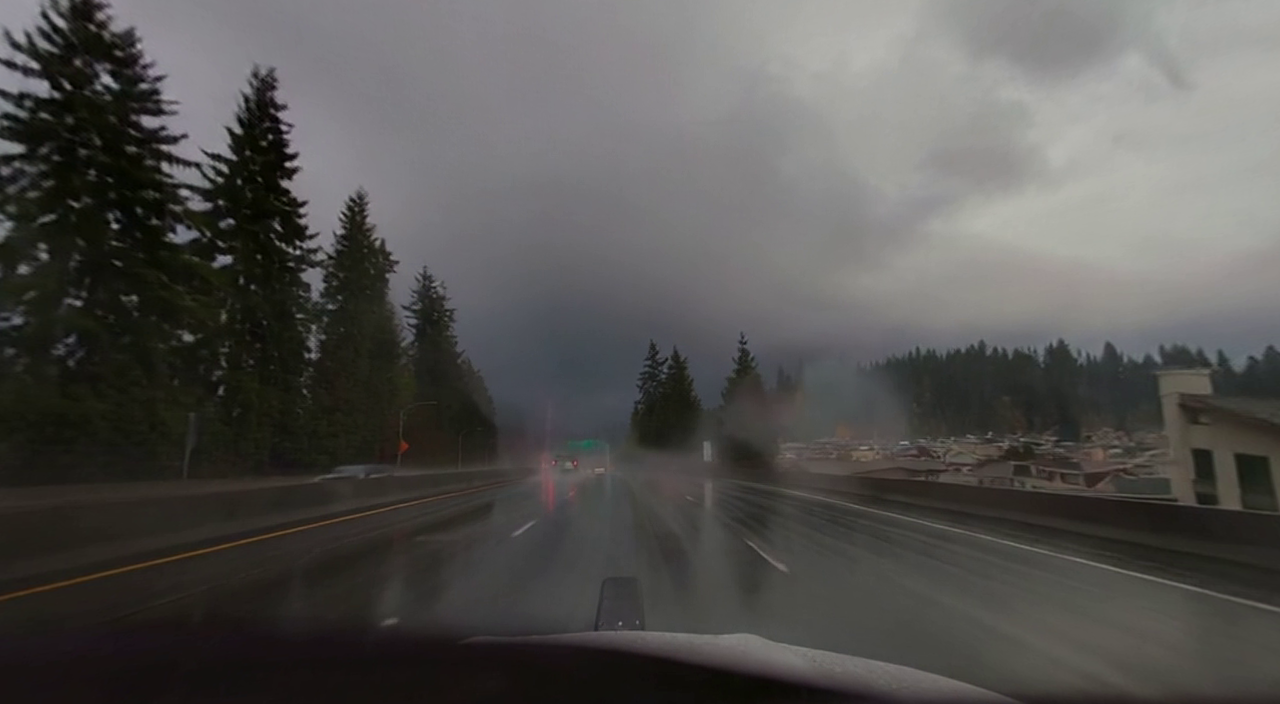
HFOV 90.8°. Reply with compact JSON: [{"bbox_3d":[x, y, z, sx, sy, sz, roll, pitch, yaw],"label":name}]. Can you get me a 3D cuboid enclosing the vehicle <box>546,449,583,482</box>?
[{"bbox_3d":[-5.559,8.418,47.168,2.323,2.252,4.808,0,-9,-2],"label":"vehicle"}]
